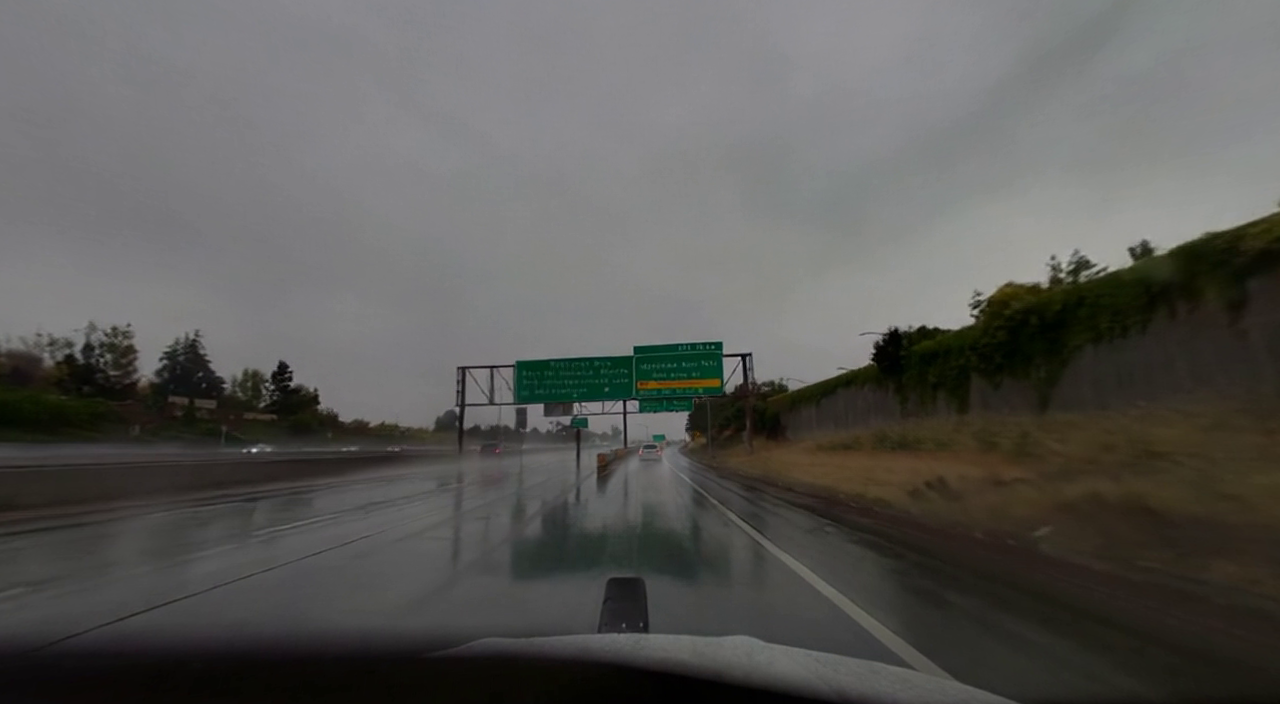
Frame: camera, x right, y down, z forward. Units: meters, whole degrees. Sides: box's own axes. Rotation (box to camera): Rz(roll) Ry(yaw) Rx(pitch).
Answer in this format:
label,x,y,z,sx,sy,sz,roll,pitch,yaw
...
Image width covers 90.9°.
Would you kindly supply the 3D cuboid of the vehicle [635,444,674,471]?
label,x,y,z,sx,sy,sz,roll,pitch,yaw
vehicle,0.777,6.037,36.444,2.137,1.461,3.999,0,-8,0
